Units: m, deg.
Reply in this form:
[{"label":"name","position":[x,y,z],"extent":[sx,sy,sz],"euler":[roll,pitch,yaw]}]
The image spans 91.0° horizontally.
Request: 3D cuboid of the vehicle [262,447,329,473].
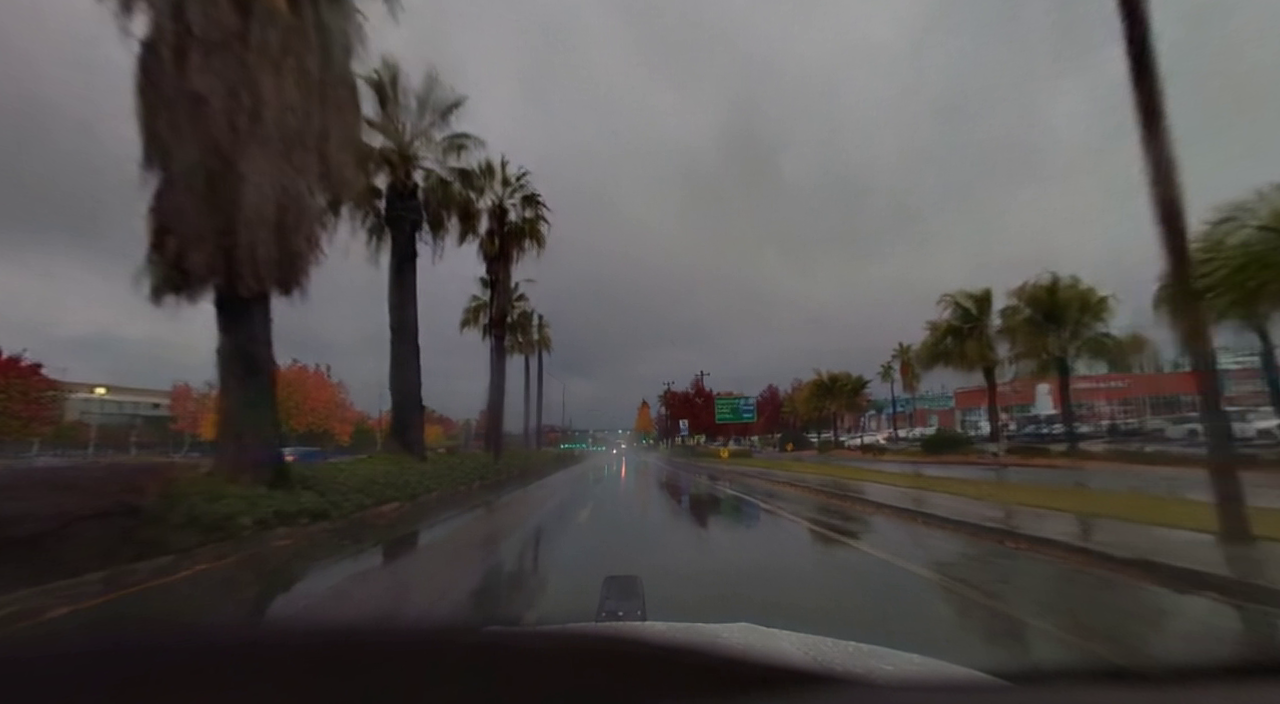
[{"label":"vehicle","position":[-23.088,7.221,42.399],"extent":[1.994,1.652,4.570],"euler":[1,-9,-2]}]
